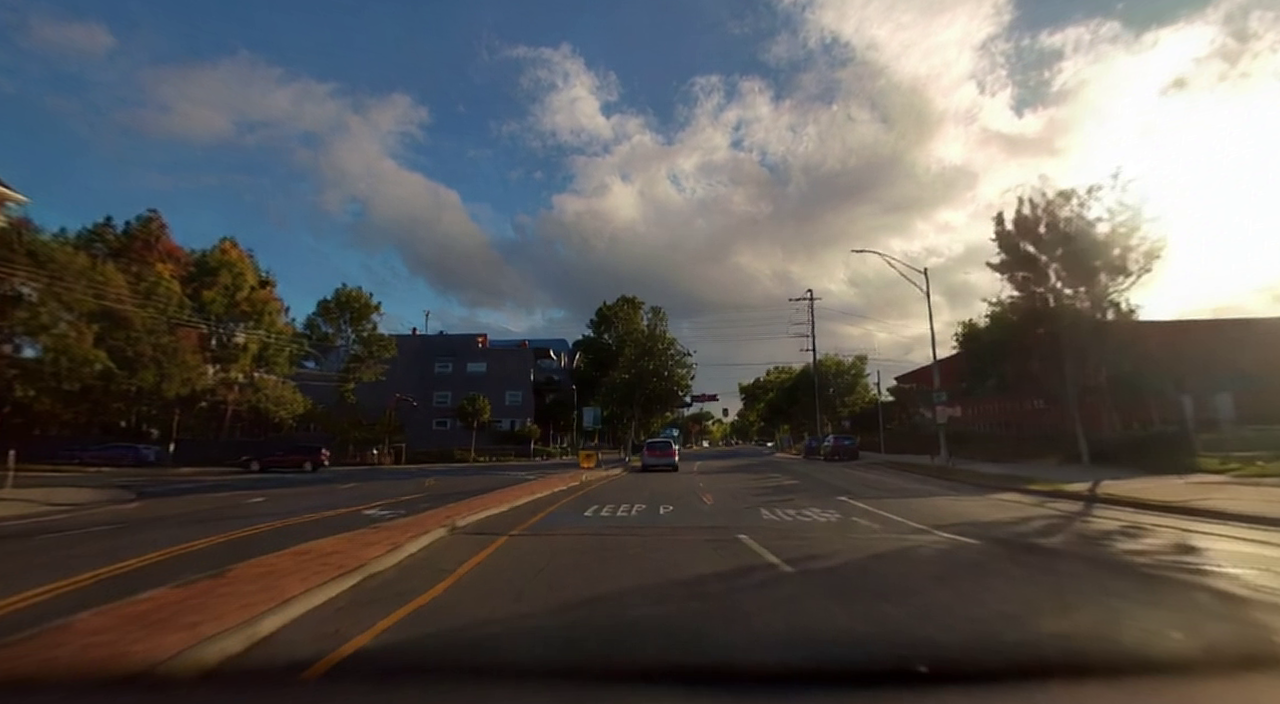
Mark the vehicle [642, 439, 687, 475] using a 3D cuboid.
[{"bbox_3d":[1.247,5.036,30.490,2.032,1.621,4.082,-1,-8,4],"label":"vehicle"}]

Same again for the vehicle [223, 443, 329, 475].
[{"bbox_3d":[-18.331,5.374,31.935,4.430,1.493,2.210,5,-10,-31],"label":"vehicle"}]
